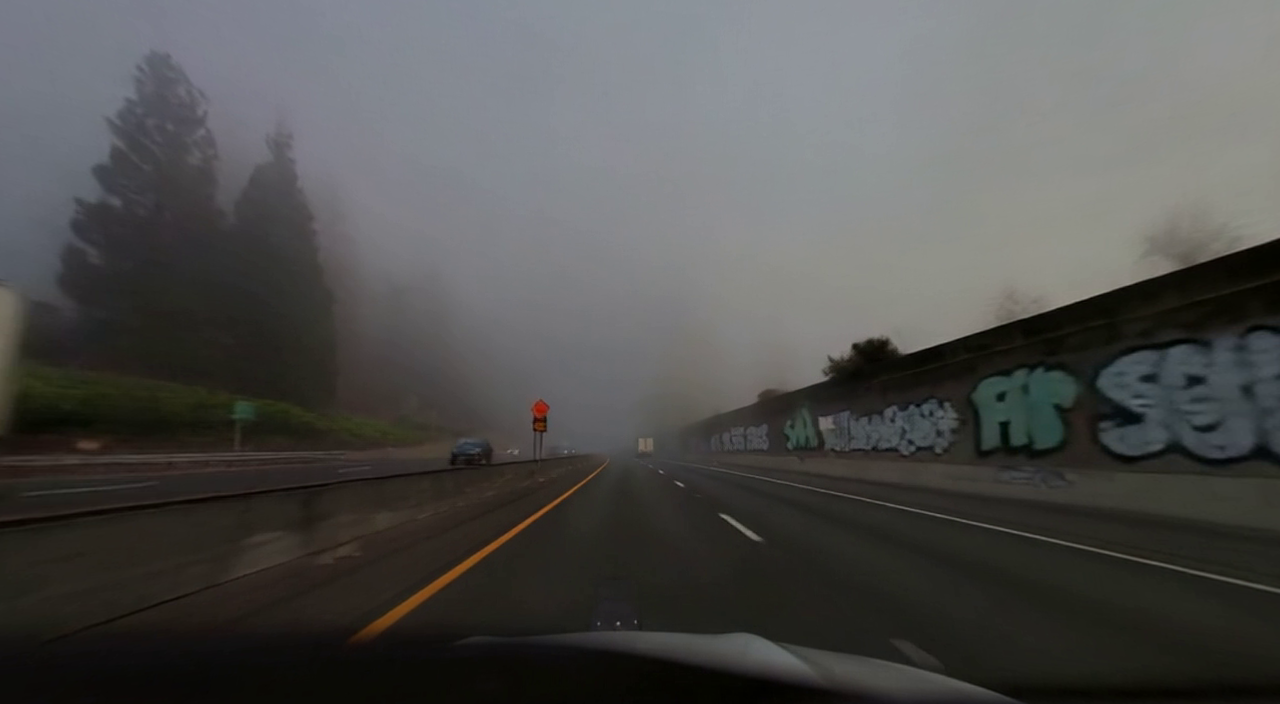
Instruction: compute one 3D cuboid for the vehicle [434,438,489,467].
[{"bbox_3d":[-9.873,5.609,34.997,1.916,1.507,4.373,0,-9,-1],"label":"vehicle"}]
